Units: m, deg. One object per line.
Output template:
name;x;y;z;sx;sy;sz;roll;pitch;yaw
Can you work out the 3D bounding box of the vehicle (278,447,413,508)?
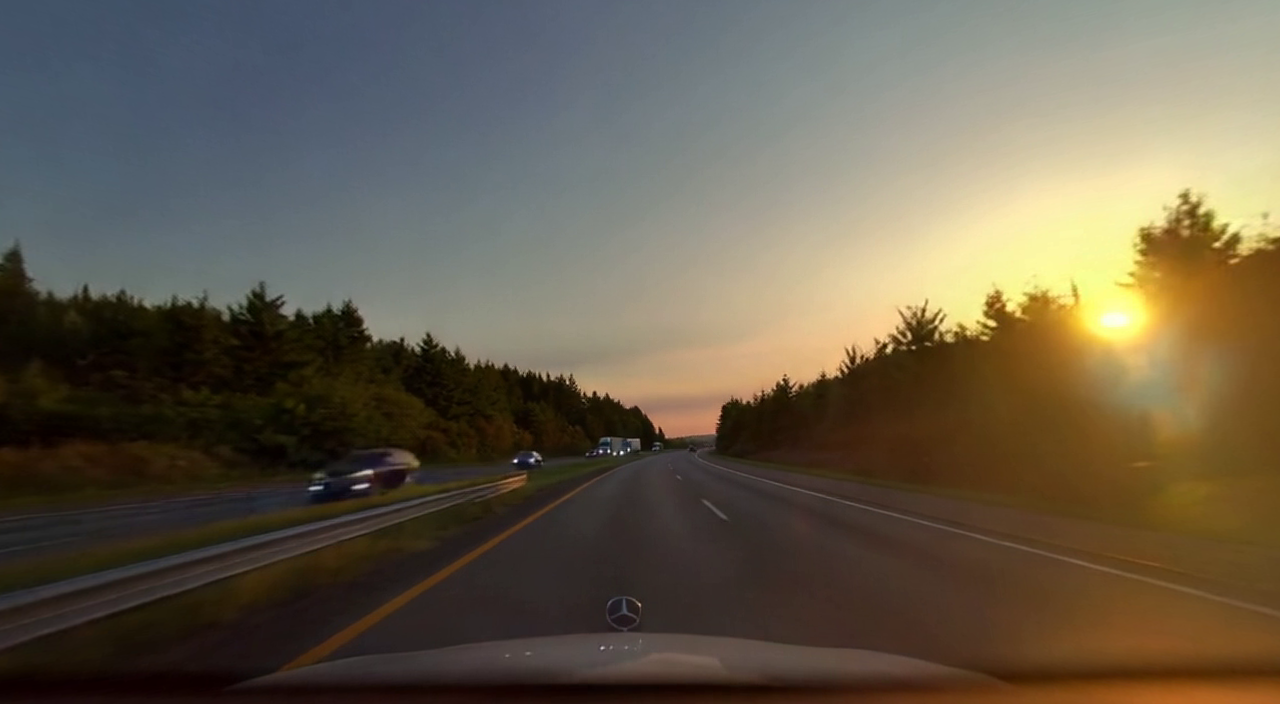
vehicle;-9.100;3.870;20.027;1.956;1.670;4.696;0;-9;1
